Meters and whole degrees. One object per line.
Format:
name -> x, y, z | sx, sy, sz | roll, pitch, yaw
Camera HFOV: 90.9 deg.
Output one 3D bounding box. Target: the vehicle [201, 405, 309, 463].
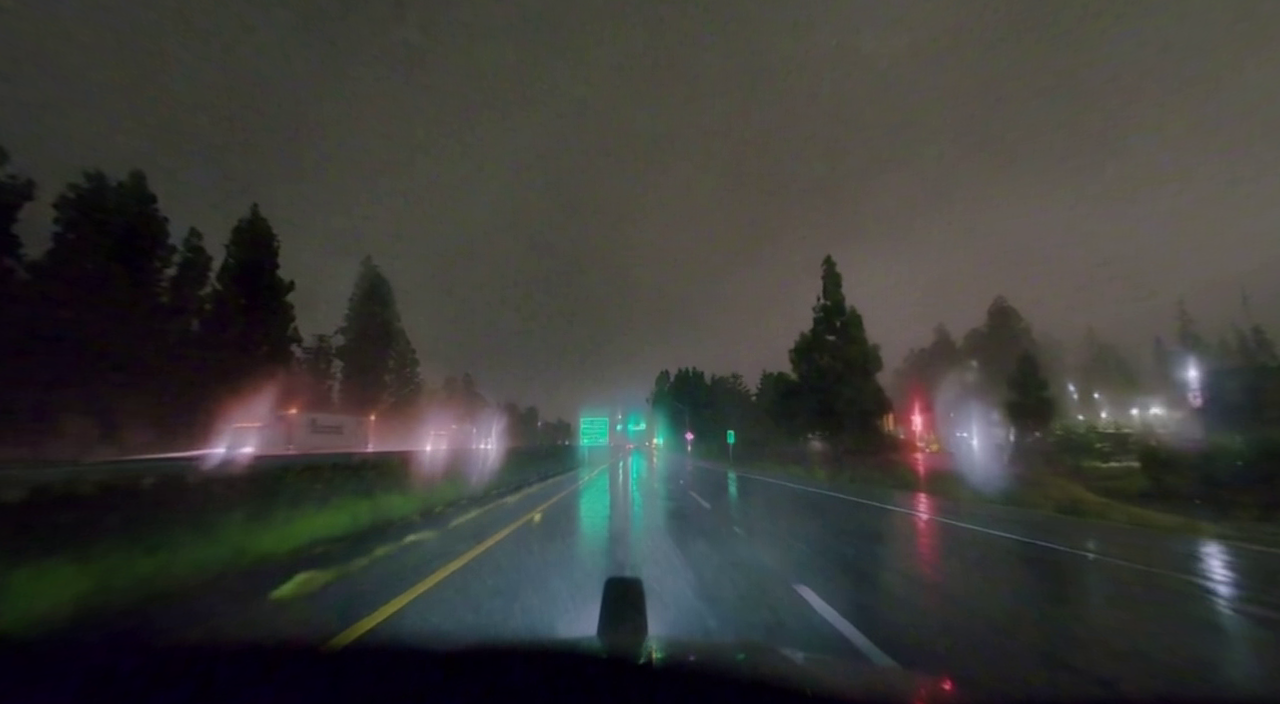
vehicle -> -28.914, 6.282, 47.934 | 3.022, 3.996, 8.151 | 0, -9, 0
